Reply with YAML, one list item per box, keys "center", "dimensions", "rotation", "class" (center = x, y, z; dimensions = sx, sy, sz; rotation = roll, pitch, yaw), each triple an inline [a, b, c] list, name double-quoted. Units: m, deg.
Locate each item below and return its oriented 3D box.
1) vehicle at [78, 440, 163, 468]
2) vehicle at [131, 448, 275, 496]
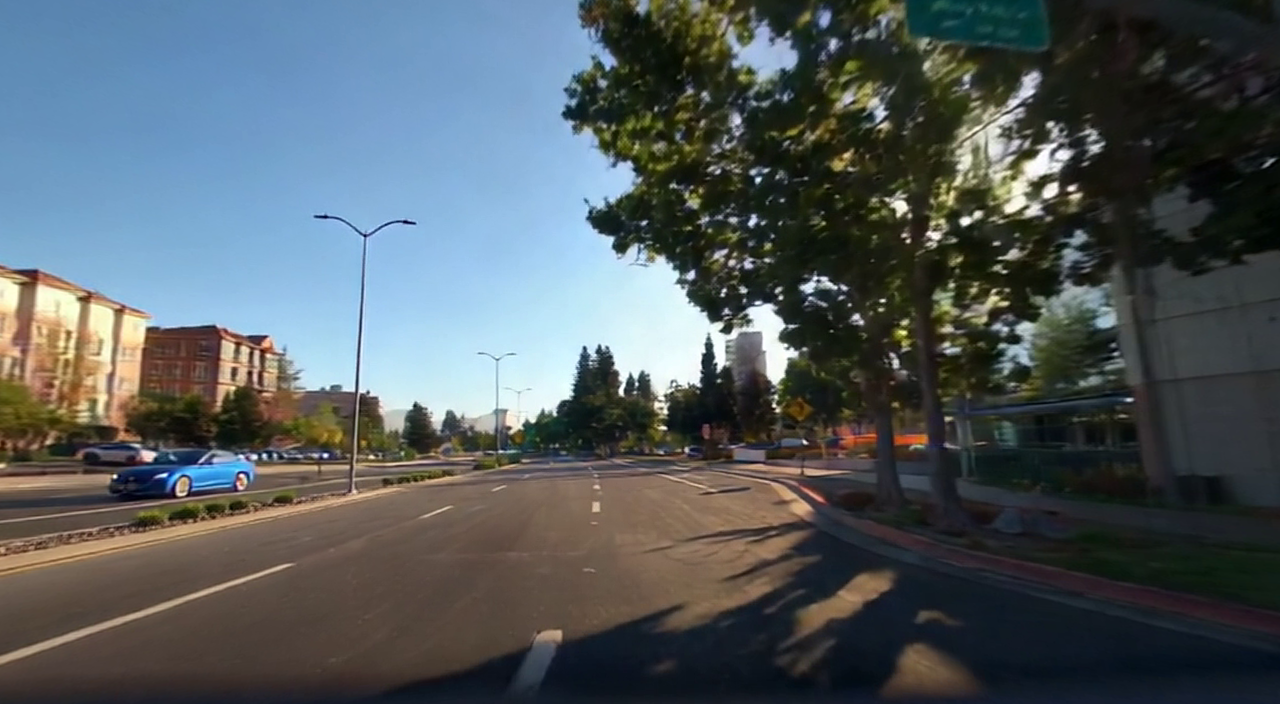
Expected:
- center: [-39.892, 7.823, 48.642]
  dimensions: [4.579, 1.962, 2.161]
  rotation: [2, -8, -25]
  class: "vehicle"
- center: [-15.921, 4.349, 23.408]
  dimensions: [2.152, 1.521, 4.767]
  rotation: [0, -8, -4]
  class: "vehicle"
